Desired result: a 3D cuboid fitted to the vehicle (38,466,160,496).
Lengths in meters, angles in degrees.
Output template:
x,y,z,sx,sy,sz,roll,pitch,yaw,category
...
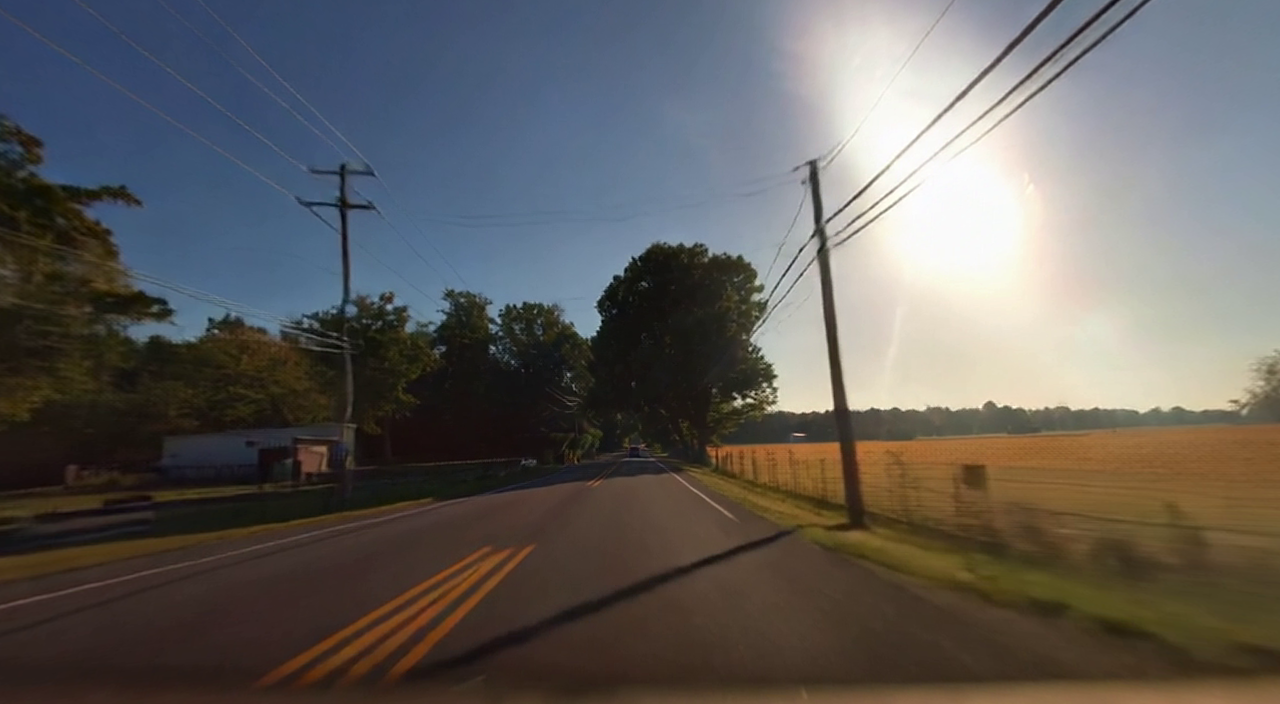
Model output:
x,y,z,sx,sy,sz,roll,pitch,yaw,category
-36.902,8.800,43.248,5.978,1.864,2.185,1,-8,-7,vehicle
